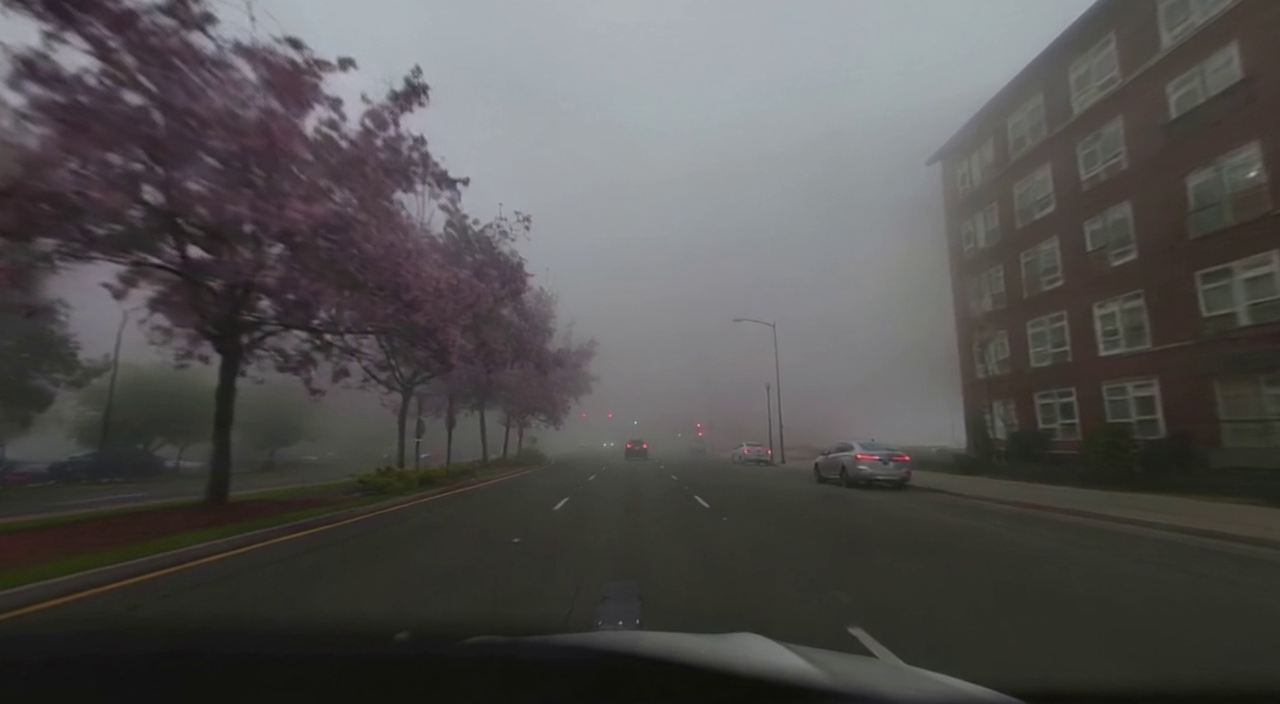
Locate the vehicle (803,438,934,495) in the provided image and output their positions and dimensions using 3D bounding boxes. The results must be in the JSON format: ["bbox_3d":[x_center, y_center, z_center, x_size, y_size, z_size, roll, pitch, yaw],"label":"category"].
[{"bbox_3d":[6.553,3.338,18.841,1.891,1.456,4.909,0,-9,-3],"label":"vehicle"}]

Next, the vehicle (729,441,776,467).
[{"bbox_3d":[6.785,6.180,38.516,2.032,1.449,4.413,0,-9,0],"label":"vehicle"}]
